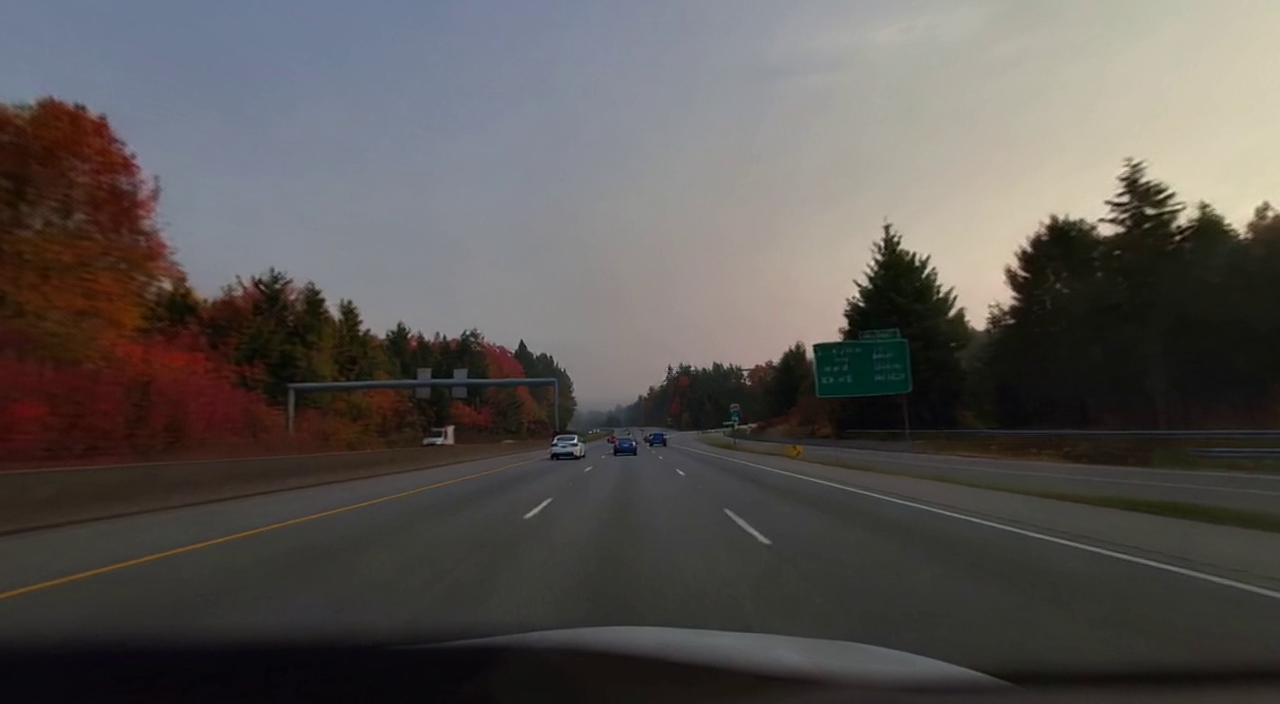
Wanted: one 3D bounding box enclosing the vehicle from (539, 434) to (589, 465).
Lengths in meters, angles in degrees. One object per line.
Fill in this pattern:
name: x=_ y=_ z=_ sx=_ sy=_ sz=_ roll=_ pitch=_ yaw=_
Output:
vehicle: x=-3.912 y=5.095 z=33.187 sx=2.103 sy=1.507 sz=4.367 roll=0 pitch=-8 yaw=0
